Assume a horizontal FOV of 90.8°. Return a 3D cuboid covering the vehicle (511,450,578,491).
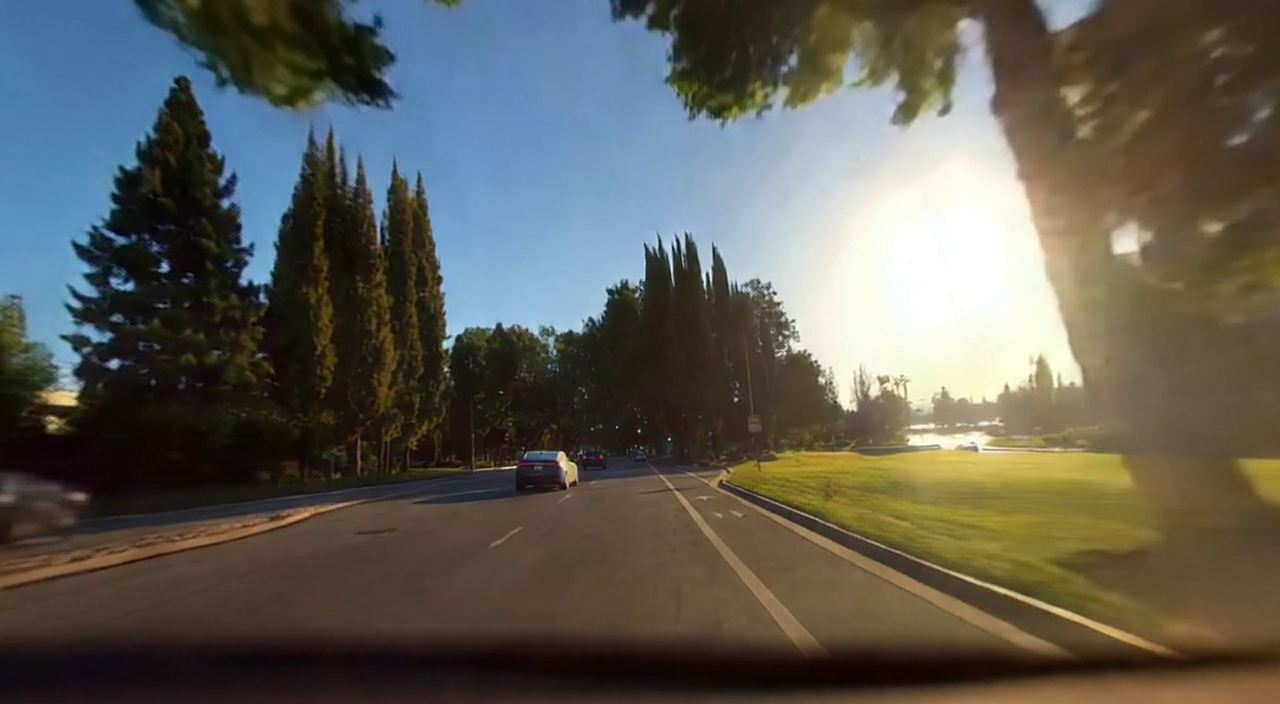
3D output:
[{"bbox_3d":[-3.639,4.589,24.731,1.932,1.431,4.144,0,-9,1],"label":"vehicle"}]
